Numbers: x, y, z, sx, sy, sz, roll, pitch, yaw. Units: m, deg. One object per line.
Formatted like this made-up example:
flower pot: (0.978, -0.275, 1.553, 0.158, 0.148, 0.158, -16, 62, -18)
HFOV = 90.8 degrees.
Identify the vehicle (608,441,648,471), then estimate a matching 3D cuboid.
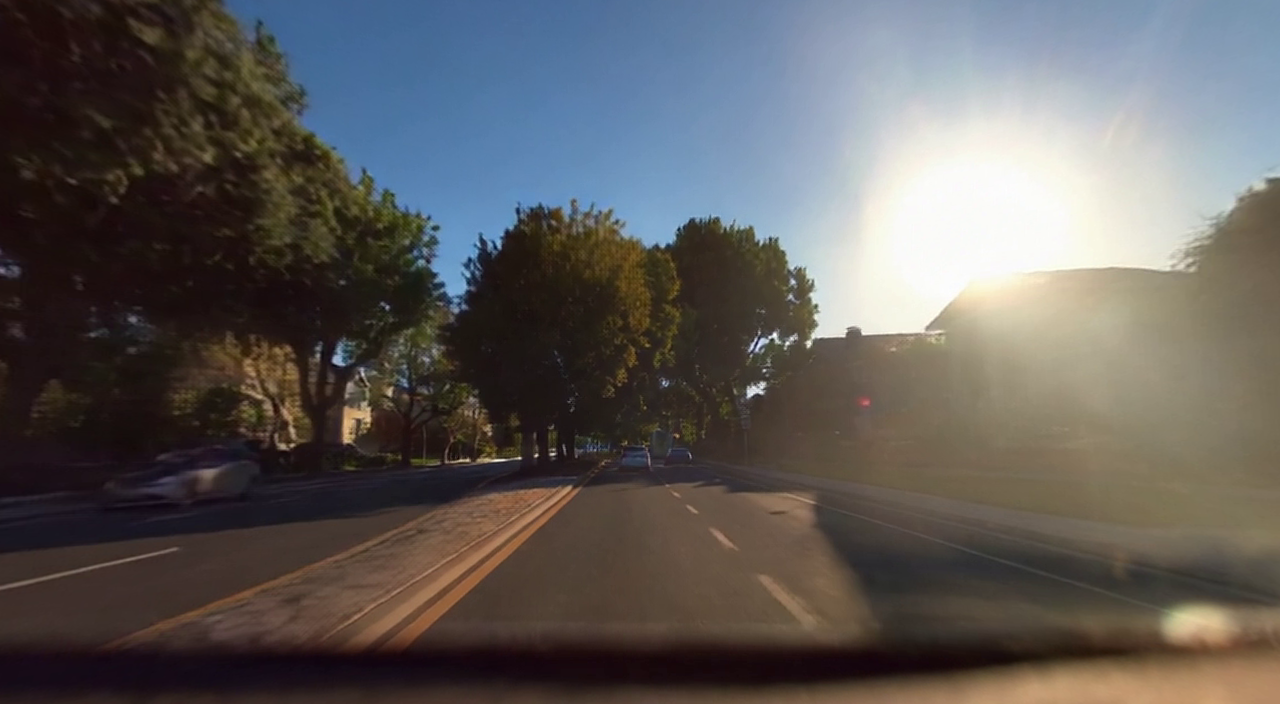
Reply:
vehicle: (-0.605, 5.521, 33.832, 2.018, 1.511, 3.993, 0, -8, 0)

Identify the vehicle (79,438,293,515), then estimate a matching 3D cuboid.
vehicle: (-11.436, 3.127, 16.493, 2.107, 1.684, 4.707, 0, -8, -1)

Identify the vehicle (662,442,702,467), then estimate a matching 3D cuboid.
vehicle: (2.607, 6.470, 40.048, 2.057, 1.496, 4.401, 0, -8, -2)
